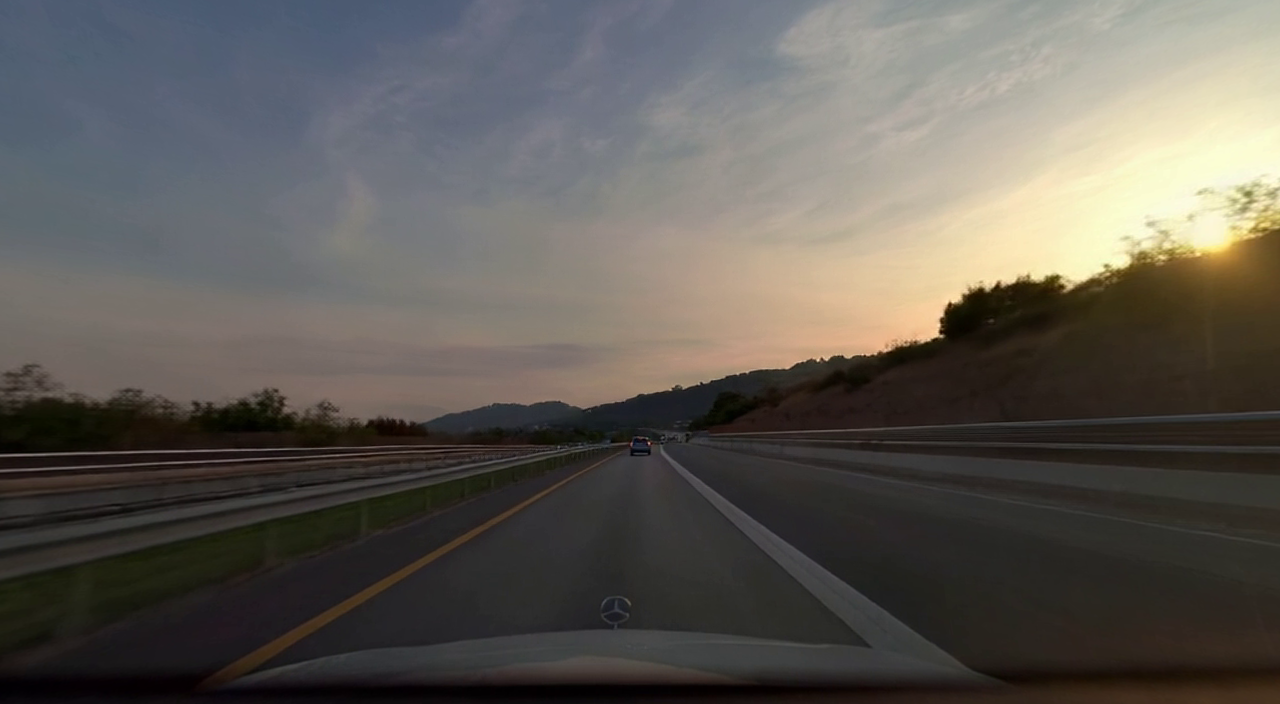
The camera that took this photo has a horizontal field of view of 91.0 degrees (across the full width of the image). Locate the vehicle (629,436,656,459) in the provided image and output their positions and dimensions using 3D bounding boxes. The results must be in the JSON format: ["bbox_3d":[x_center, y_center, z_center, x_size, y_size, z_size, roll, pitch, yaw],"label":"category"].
[{"bbox_3d":[0.187,7.464,49.465,2.059,1.696,4.165,0,-8,0],"label":"vehicle"}]
